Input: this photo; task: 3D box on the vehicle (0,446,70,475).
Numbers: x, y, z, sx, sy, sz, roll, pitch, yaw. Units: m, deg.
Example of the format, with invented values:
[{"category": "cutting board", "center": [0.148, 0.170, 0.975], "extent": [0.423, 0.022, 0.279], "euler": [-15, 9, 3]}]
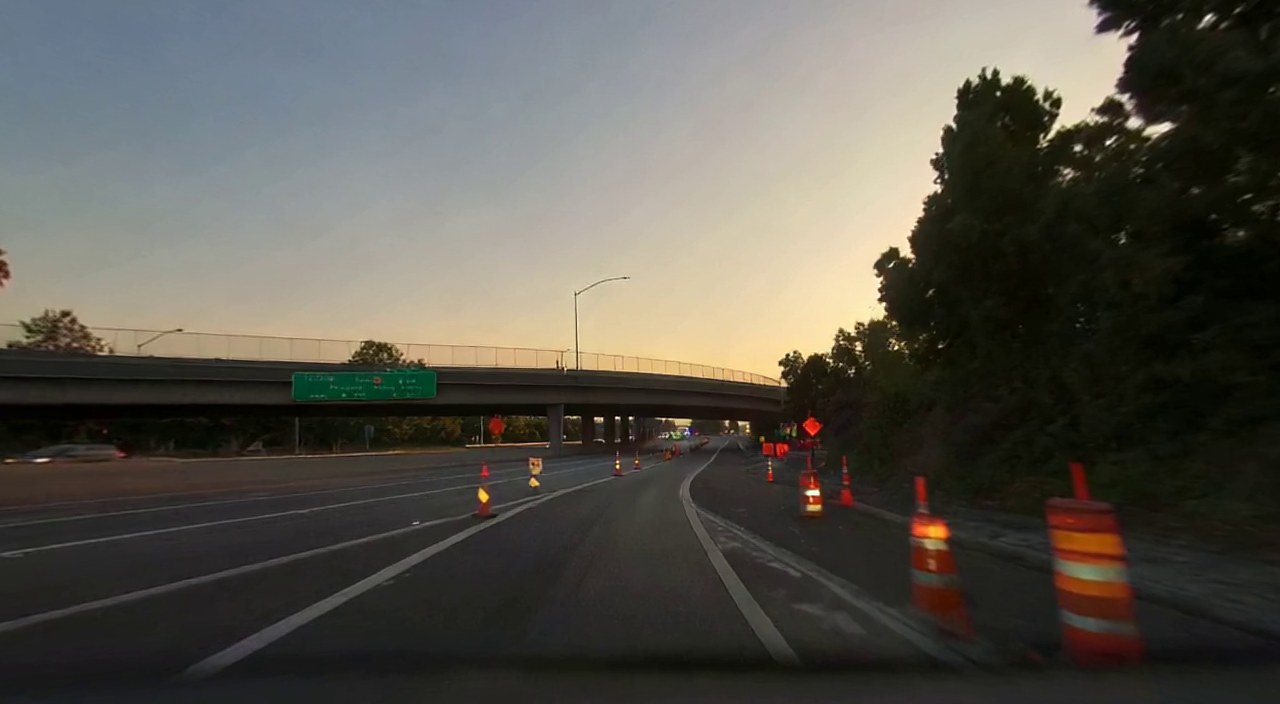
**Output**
[{"category": "vehicle", "center": [-36.935, 6.347, 36.870], "extent": [1.879, 1.604, 5.062], "euler": [-1, -8, 9]}]
